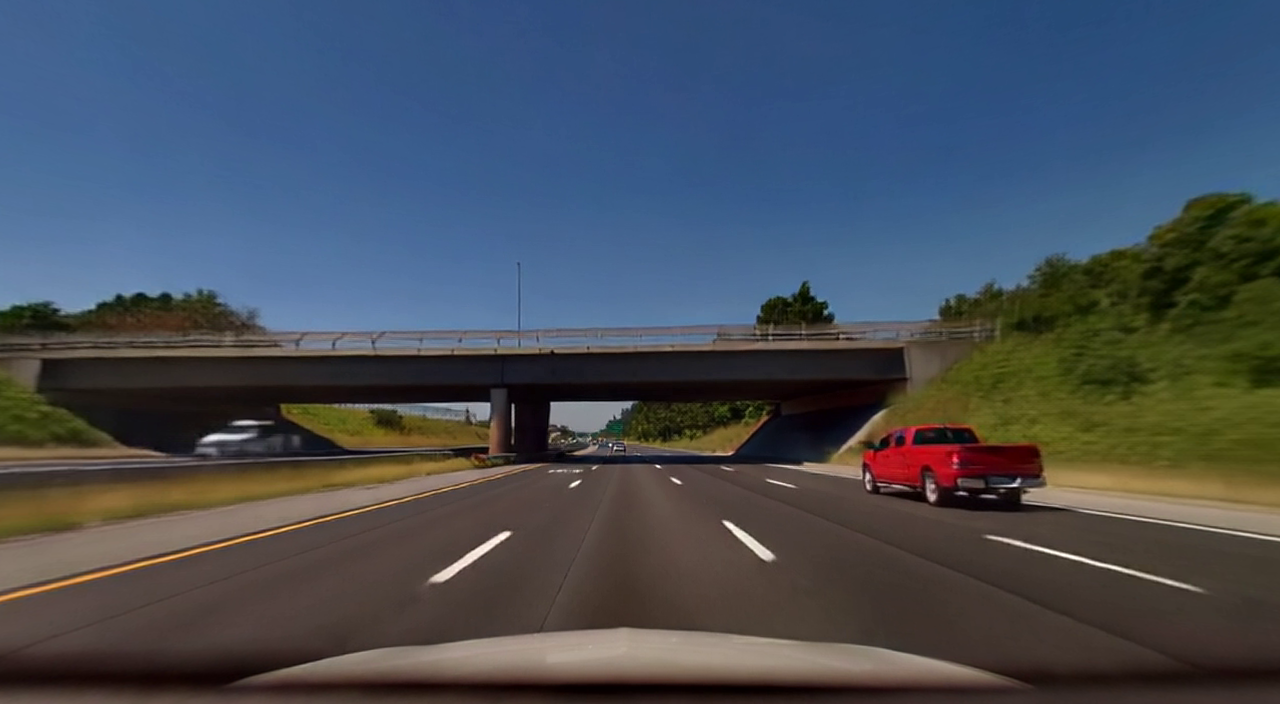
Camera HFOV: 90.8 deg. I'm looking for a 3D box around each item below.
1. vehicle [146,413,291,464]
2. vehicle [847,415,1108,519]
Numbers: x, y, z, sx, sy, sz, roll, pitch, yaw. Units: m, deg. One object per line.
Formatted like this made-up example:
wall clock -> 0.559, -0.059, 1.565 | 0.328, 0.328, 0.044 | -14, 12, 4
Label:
vehicle -> -16.250, 3.415, 24.812 | 2.329, 1.768, 4.989 | 0, -8, -2
vehicle -> 6.973, 2.481, 14.265 | 2.395, 1.819, 6.086 | 0, -9, -2
